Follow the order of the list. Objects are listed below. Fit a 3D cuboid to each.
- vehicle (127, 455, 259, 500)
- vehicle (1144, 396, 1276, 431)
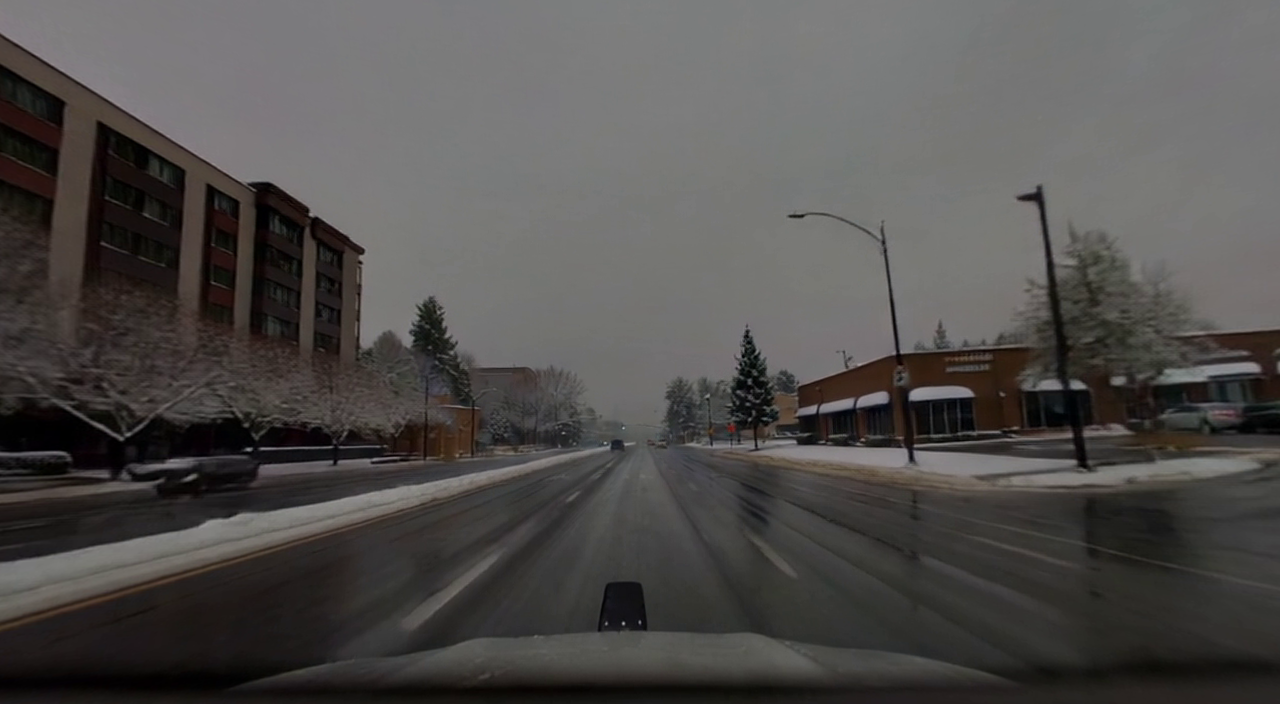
[{"bbox_3d":[-17.323,4.857,24.642,1.961,1.525,4.332,0,-8,0],"label":"vehicle"},{"bbox_3d":[30.170,3.342,33.427,1.979,1.592,4.711,4,-9,-24],"label":"vehicle"}]
